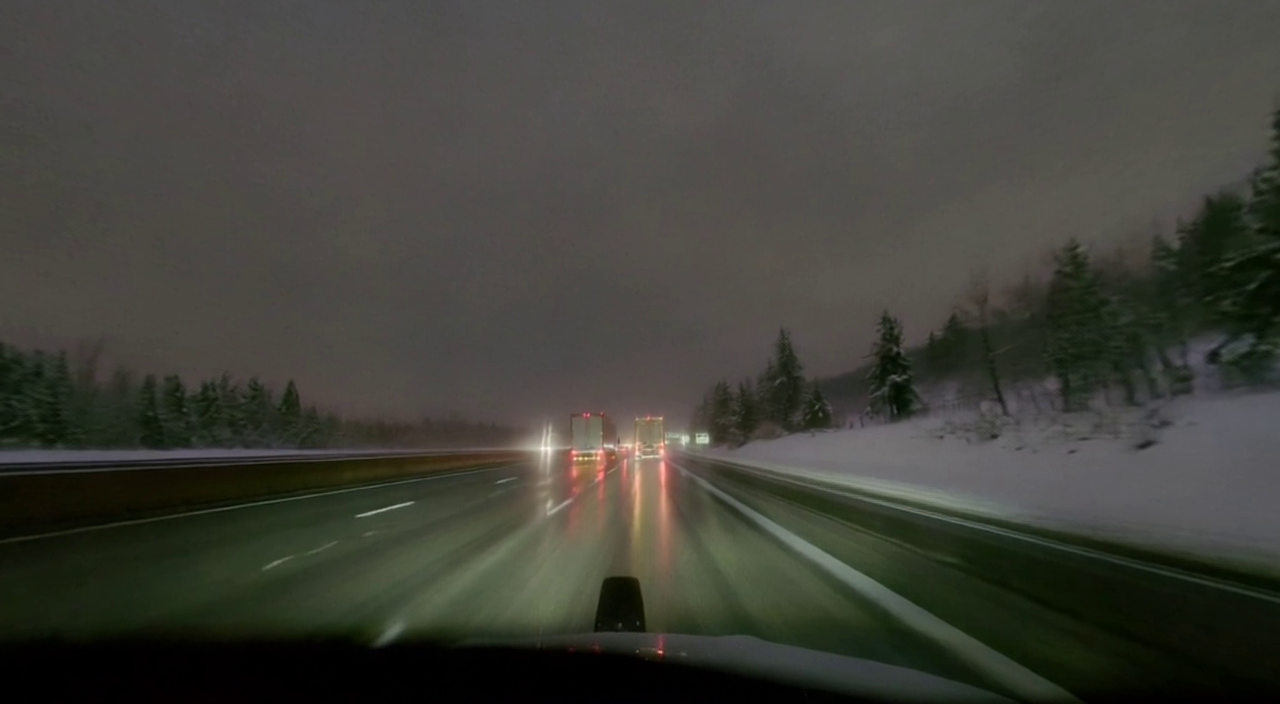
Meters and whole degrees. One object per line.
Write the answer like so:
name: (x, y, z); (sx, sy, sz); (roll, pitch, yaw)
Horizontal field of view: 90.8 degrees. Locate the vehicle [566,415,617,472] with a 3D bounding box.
vehicle: (-2.971, 5.891, 40.397); (2.696, 3.266, 7.062); (0, -9, 0)
